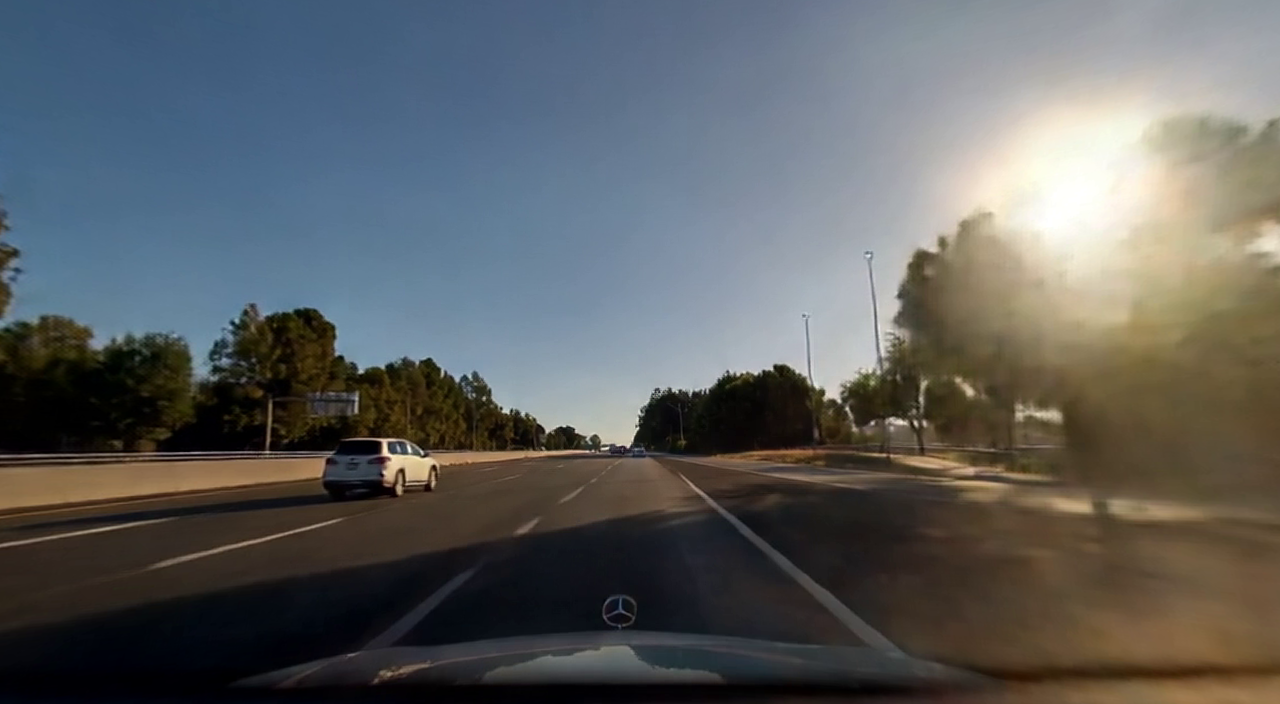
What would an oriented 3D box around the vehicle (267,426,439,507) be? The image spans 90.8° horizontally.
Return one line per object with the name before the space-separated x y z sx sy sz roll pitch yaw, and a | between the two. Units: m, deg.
vehicle | -7.308 2.960 16.823 2.231 1.807 4.758 0 -8 1
